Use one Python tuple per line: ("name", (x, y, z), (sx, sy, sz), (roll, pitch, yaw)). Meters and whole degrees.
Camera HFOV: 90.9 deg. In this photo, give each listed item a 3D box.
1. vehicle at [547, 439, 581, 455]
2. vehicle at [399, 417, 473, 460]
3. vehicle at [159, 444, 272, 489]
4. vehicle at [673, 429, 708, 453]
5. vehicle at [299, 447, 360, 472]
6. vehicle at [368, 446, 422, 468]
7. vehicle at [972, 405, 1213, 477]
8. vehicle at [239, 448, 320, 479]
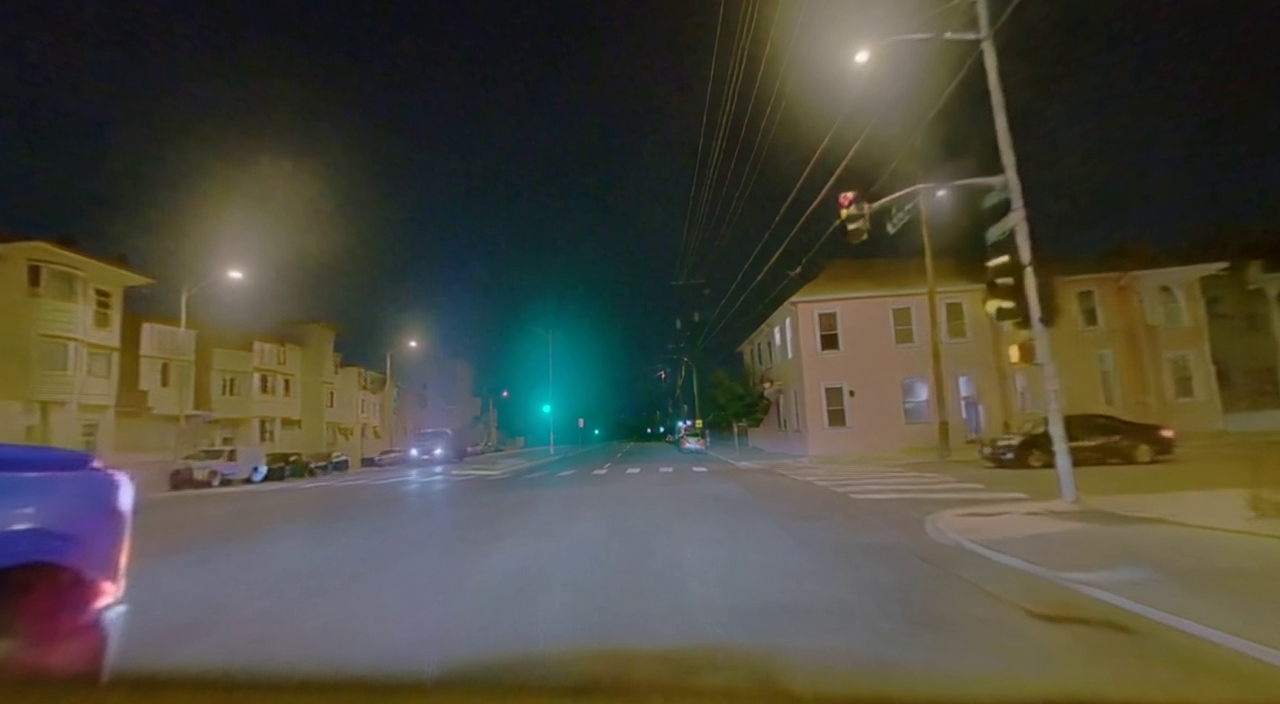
("vehicle", (-5.767, 7.246, 48.190), (1.925, 1.016, 2.951), (-3, -6, 6))
("vehicle", (-15.806, 6.878, 49.636), (2.979, 3.071, 7.978), (-1, -8, 1))
("vehicle", (-19.207, 5.156, 28.828), (2.071, 1.840, 4.528), (0, -8, -1))
("vehicle", (3.276, 5.926, 41.865), (1.986, 1.491, 4.500), (-1, -8, 0))
("vehicle", (-18.996, 6.572, 38.746), (1.672, 1.428, 4.062), (-1, -8, 1))
("vehicle", (-18.765, 8.049, 48.541), (2.060, 1.484, 4.726), (-1, -8, 2))
("vehicle", (12.004, 2.343, 17.035), (4.816, 1.501, 2.296), (-2, -1, 1))
("vehicle", (-19.136, 5.908, 33.724), (1.751, 1.487, 4.514), (0, -8, -1))
